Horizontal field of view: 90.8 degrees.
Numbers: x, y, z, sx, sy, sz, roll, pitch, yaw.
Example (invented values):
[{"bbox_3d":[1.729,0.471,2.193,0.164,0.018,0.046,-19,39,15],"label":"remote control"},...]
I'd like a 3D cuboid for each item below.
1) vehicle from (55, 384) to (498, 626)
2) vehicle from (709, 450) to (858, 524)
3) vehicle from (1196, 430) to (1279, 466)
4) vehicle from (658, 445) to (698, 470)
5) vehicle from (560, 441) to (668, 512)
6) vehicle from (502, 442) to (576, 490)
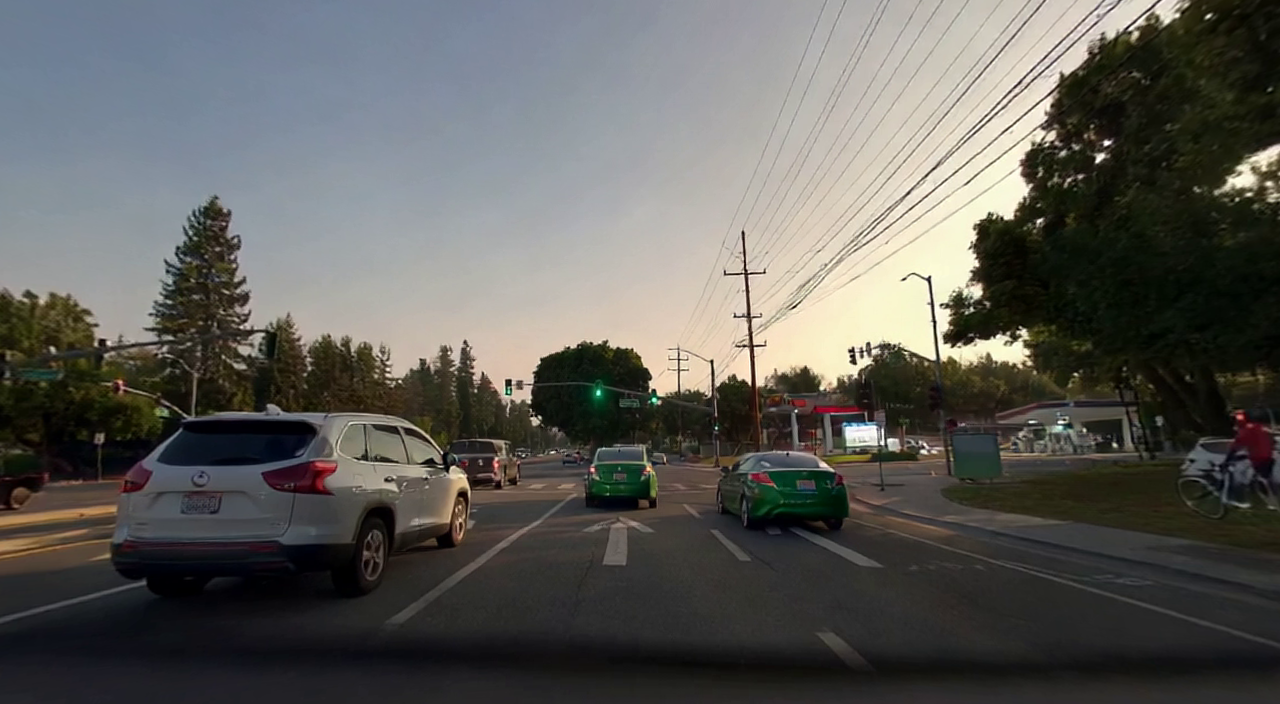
[{"bbox_3d":[-2.997,1.381,6.651,1.922,1.642,4.547,0,-8,0],"label":"vehicle"},{"bbox_3d":[2.846,2.784,13.677,2.065,1.302,4.416,0,-8,-2],"label":"vehicle"},{"bbox_3d":[23.883,3.617,23.844,1.787,1.301,4.365,0,-8,-1],"label":"vehicle"},{"bbox_3d":[2.319,6.646,40.157,2.069,1.464,4.599,0,-8,-3],"label":"vehicle"},{"bbox_3d":[-0.593,2.852,15.028,2.189,1.437,4.135,0,-8,-2],"label":"vehicle"},{"bbox_3d":[-3.485,4.007,22.593,1.953,1.530,4.335,0,-8,0],"label":"vehicle"}]
